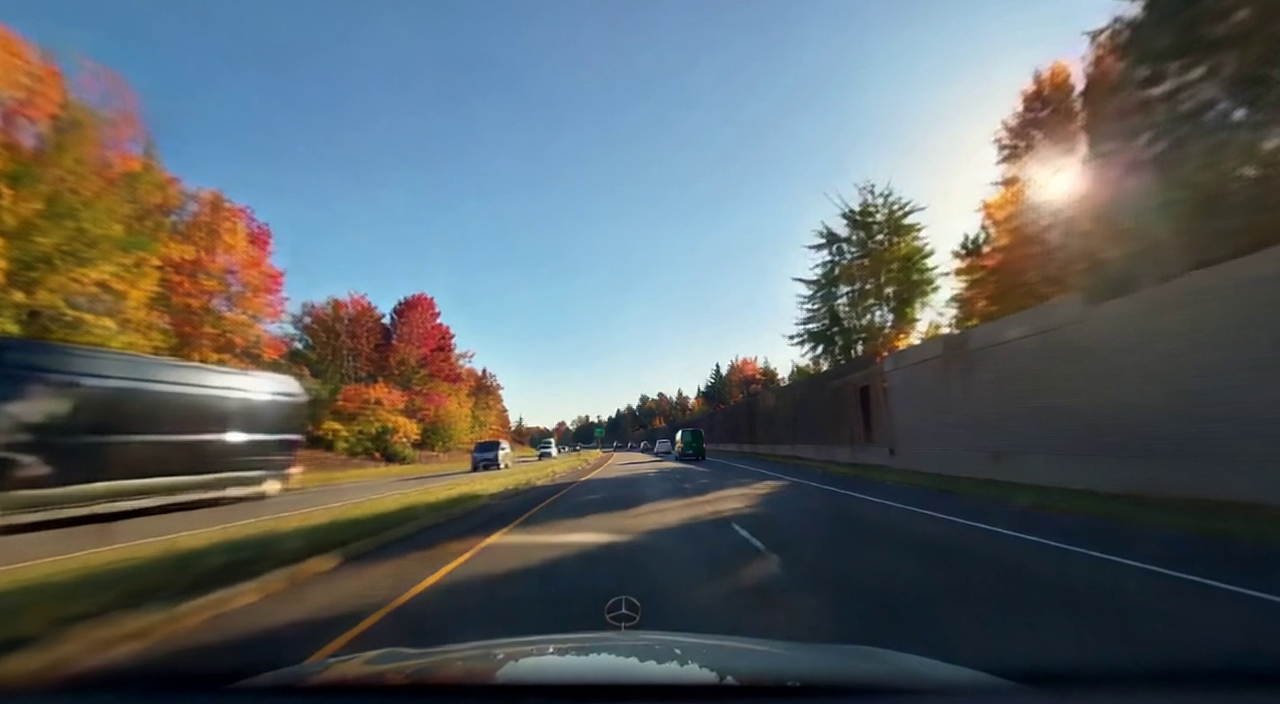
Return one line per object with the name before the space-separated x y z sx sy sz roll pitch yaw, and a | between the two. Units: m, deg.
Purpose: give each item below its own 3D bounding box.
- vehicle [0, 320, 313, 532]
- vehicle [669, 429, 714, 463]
vehicle | -12.220 1.937 15.735 3.010 3.699 9.465 0 -8 -1
vehicle | 3.283 6.111 41.157 2.393 2.072 4.958 0 -8 -2
